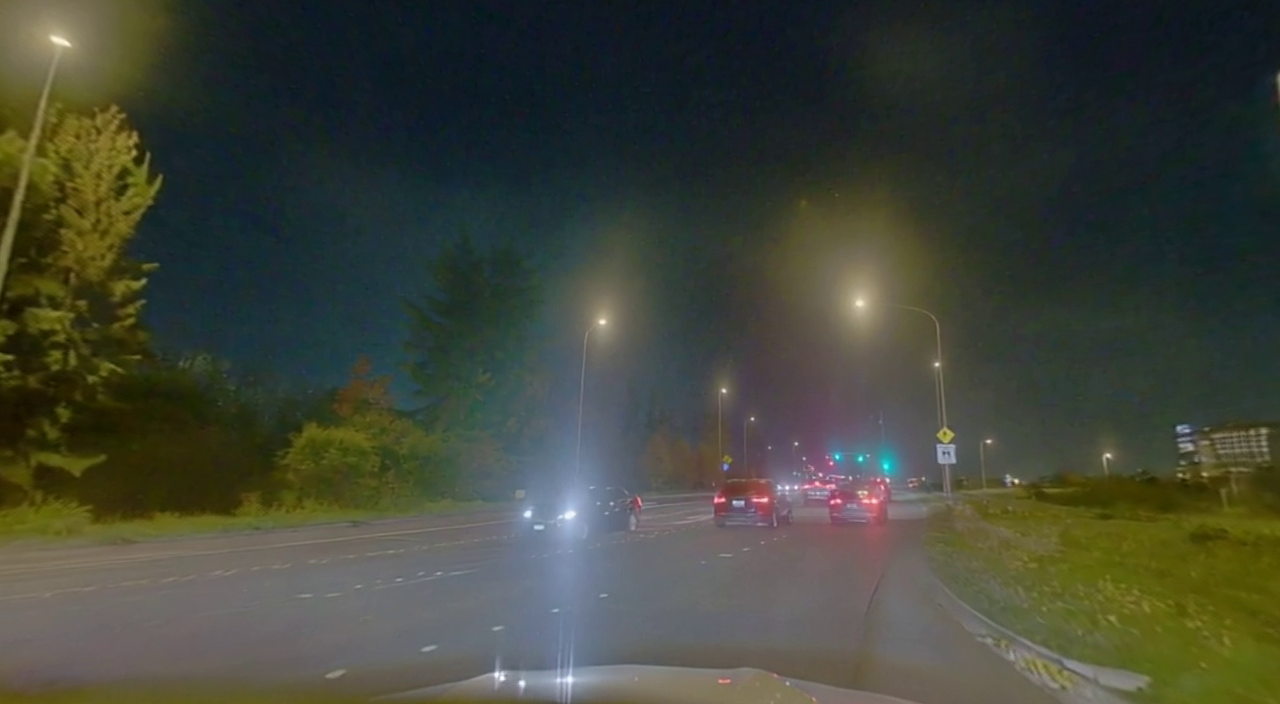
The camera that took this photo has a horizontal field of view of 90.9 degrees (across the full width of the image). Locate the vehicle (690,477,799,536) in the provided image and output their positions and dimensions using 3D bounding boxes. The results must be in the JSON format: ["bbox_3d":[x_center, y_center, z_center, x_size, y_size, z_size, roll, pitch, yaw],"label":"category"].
[{"bbox_3d":[3.320,4.601,19.231,2.030,1.441,4.806,-4,-12,25],"label":"vehicle"}]

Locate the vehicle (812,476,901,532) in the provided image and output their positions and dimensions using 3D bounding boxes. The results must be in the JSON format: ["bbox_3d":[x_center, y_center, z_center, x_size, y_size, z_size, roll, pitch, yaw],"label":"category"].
[{"bbox_3d":[6.961,4.714,19.952,2.129,1.471,4.258,-4,-12,25],"label":"vehicle"}]

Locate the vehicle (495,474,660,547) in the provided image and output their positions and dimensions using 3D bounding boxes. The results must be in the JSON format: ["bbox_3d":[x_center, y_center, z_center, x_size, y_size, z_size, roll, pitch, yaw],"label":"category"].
[{"bbox_3d":[-1.405,3.974,16.390,2.107,1.502,4.705,-4,-12,25],"label":"vehicle"}]
